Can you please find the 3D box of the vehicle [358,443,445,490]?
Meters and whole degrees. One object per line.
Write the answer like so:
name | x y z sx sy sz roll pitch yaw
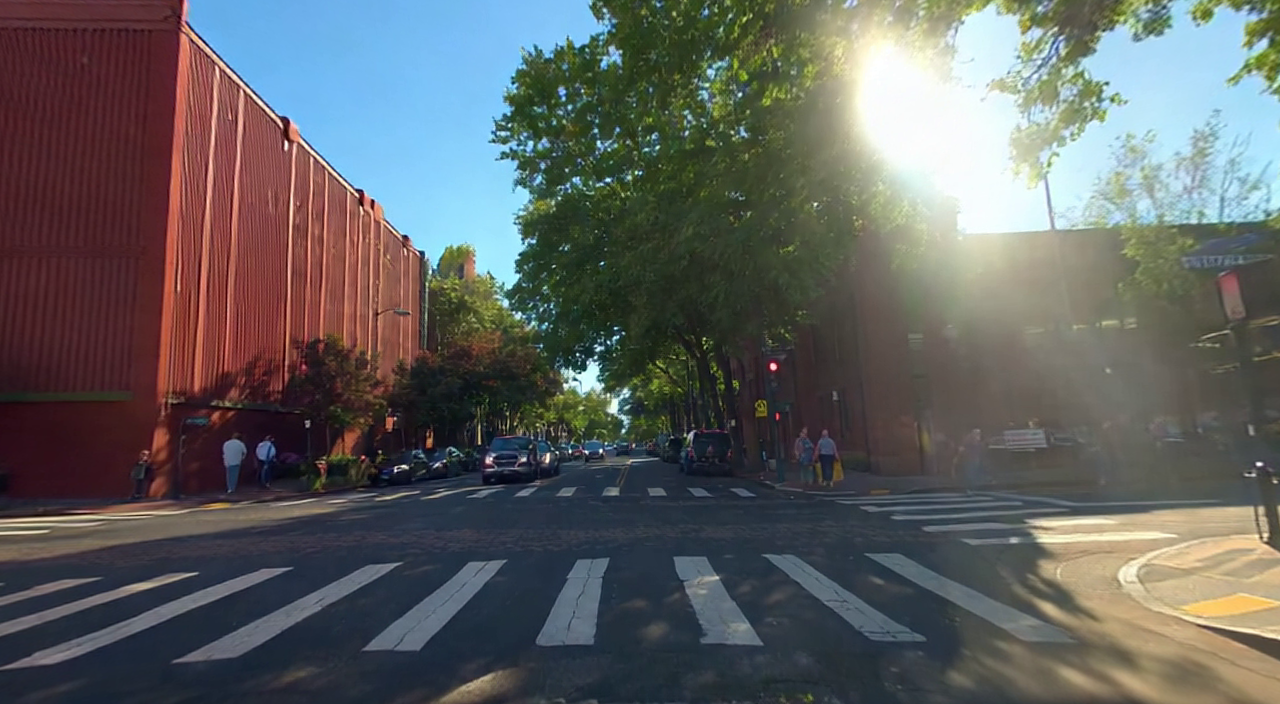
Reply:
vehicle | -9.909 4.746 26.596 2.216 1.804 4.526 1 -8 -5

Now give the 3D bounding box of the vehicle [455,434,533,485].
vehicle | -5.960 4.444 26.432 2.242 1.887 4.924 0 -8 -2

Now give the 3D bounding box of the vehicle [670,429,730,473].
vehicle | 3.100 5.312 34.075 2.557 2.188 5.164 1 -8 -2

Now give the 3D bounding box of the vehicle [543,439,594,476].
vehicle | -3.284 4.933 29.693 2.033 1.596 4.142 0 -8 -2
